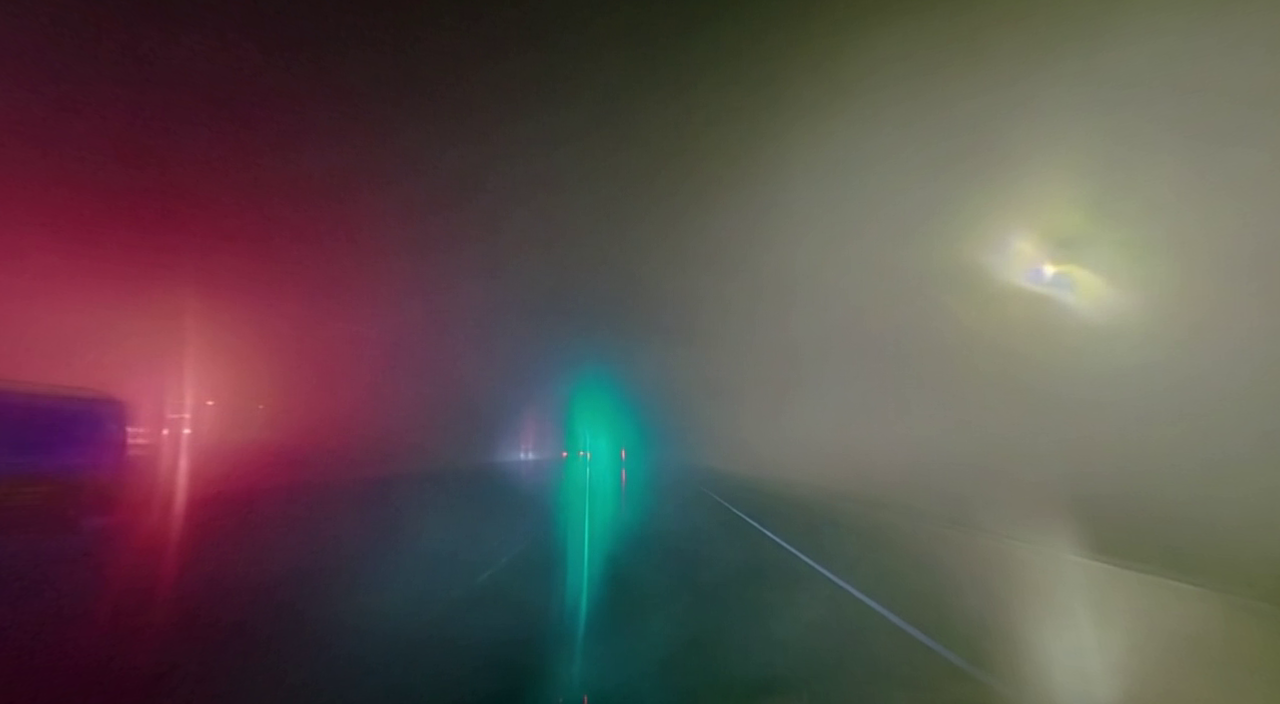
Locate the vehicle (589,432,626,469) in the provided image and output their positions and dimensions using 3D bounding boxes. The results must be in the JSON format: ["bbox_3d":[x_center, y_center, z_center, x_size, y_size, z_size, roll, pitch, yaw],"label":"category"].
[{"bbox_3d":[-2.308,7.318,46.814,2.437,2.565,5.829,0,-9,0],"label":"vehicle"}]

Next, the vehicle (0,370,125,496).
[{"bbox_3d":[-23.332,2.451,19.309,3.561,4.188,13.676,-1,-9,0],"label":"vehicle"}]
